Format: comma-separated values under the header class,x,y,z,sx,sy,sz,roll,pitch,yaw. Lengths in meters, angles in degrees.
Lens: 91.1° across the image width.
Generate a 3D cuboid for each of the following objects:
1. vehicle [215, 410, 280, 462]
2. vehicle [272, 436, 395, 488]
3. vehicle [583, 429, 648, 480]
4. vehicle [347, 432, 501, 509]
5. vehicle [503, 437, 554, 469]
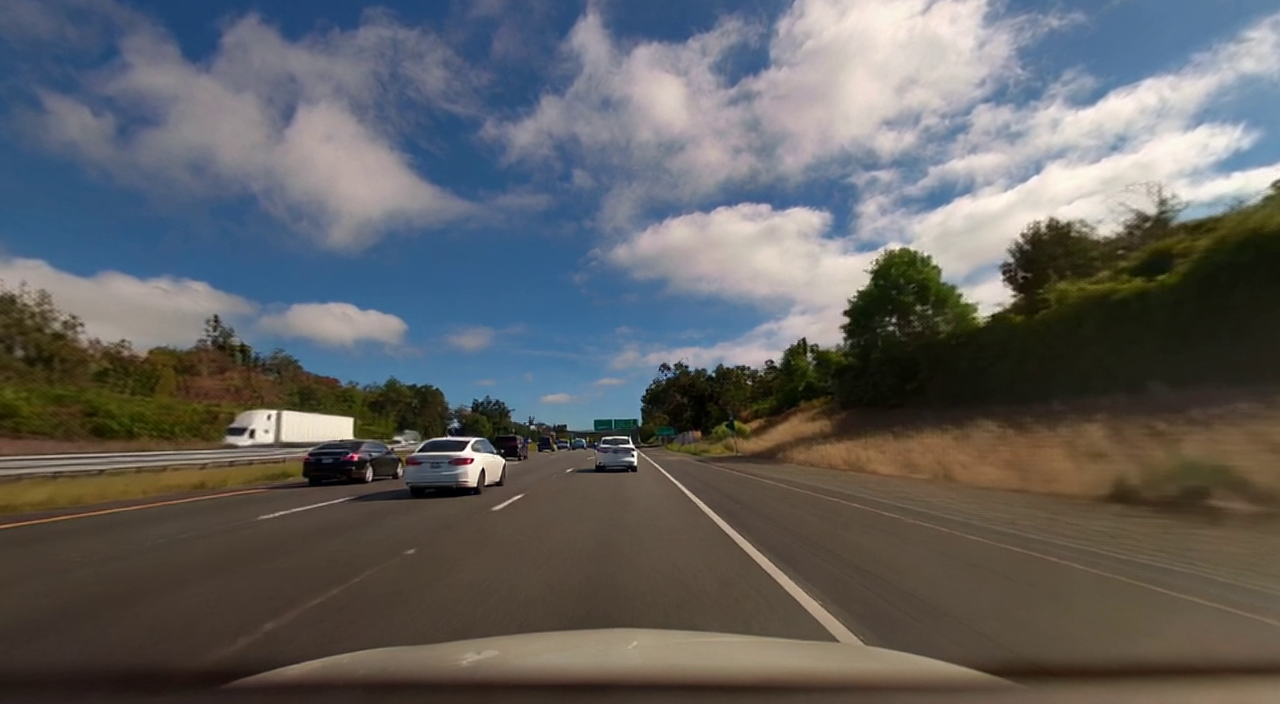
class,x,y,z,sx,sy,sz,roll,pitch,yaw
vehicle,-30.421,6.537,48.813,2.981,3.860,2.886,0,-8,-2
vehicle,-9.342,3.341,19.555,1.850,1.439,3.932,0,-8,0
vehicle,-0.874,3.686,22.986,2.178,1.658,3.916,0,-8,-2
vehicle,-4.642,2.569,14.319,1.971,1.464,4.386,0,-8,0
vehicle,-5.343,4.899,30.679,1.835,1.432,3.835,0,-8,-1
